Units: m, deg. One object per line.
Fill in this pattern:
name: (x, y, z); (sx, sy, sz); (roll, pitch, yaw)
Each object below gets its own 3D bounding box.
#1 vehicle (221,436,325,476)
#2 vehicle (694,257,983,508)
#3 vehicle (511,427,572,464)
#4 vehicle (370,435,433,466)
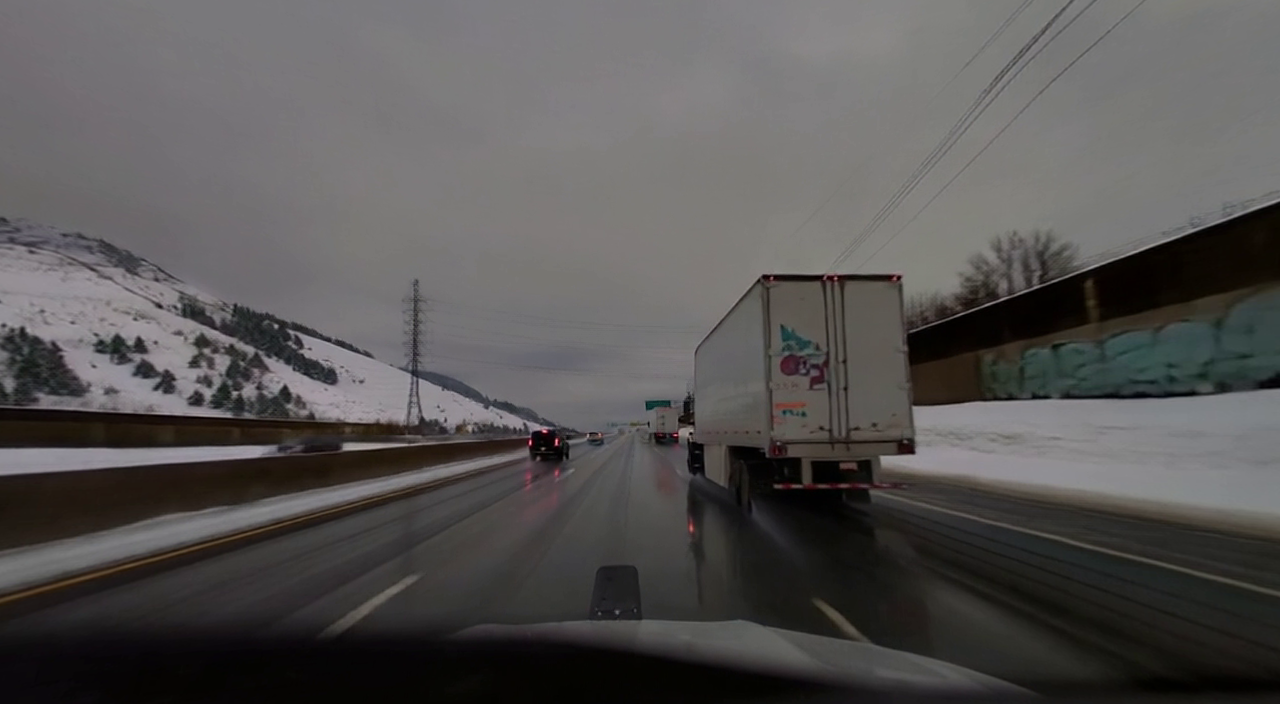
vehicle: (-15.474, 4.363, 26.867); (1.927, 1.539, 4.149); (0, -7, 0)
vehicle: (3.475, 1.131, 15.166); (3.060, 3.842, 11.095); (0, -7, -1)
vehicle: (-4.260, 4.108, 27.941); (1.965, 1.486, 4.448); (0, -7, 0)
vehicle: (-11.874, 4.873, 31.592); (1.686, 1.445, 3.641); (0, -7, 0)
